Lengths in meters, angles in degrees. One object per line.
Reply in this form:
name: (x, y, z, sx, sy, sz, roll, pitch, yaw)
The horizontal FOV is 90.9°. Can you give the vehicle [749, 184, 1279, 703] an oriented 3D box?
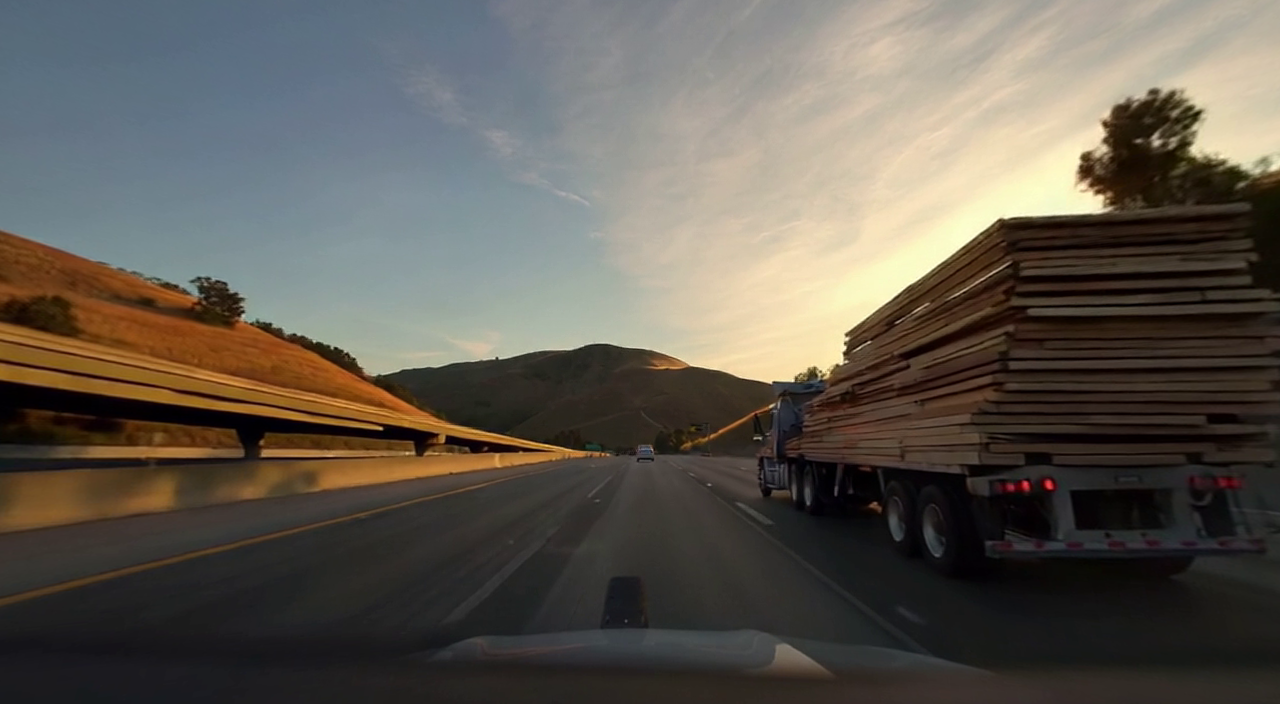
vehicle: (4.127, 1.274, 8.997, 3.326, 3.089, 10.642, 0, -9, 1)
